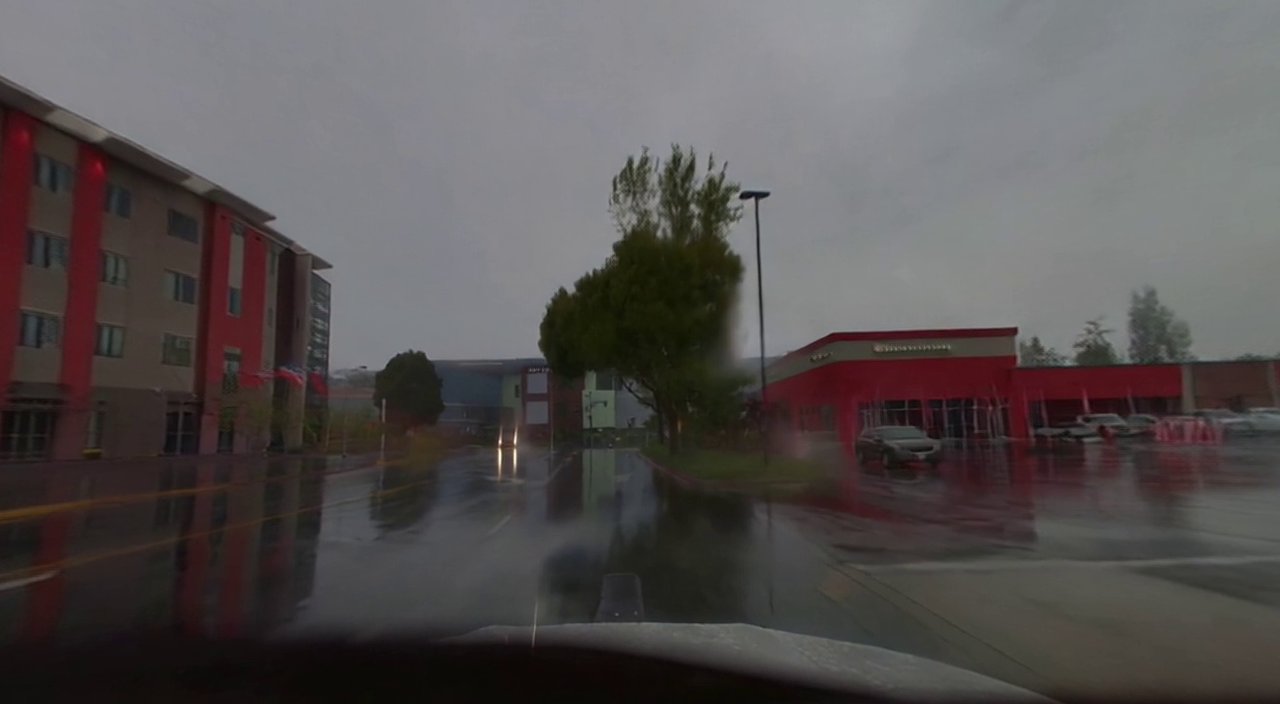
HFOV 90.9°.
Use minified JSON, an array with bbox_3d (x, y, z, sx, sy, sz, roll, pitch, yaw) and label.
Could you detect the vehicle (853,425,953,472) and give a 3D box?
[{"bbox_3d":[9.222,3.391,22.422,1.769,1.516,3.520,1,-8,-6],"label":"vehicle"}]
